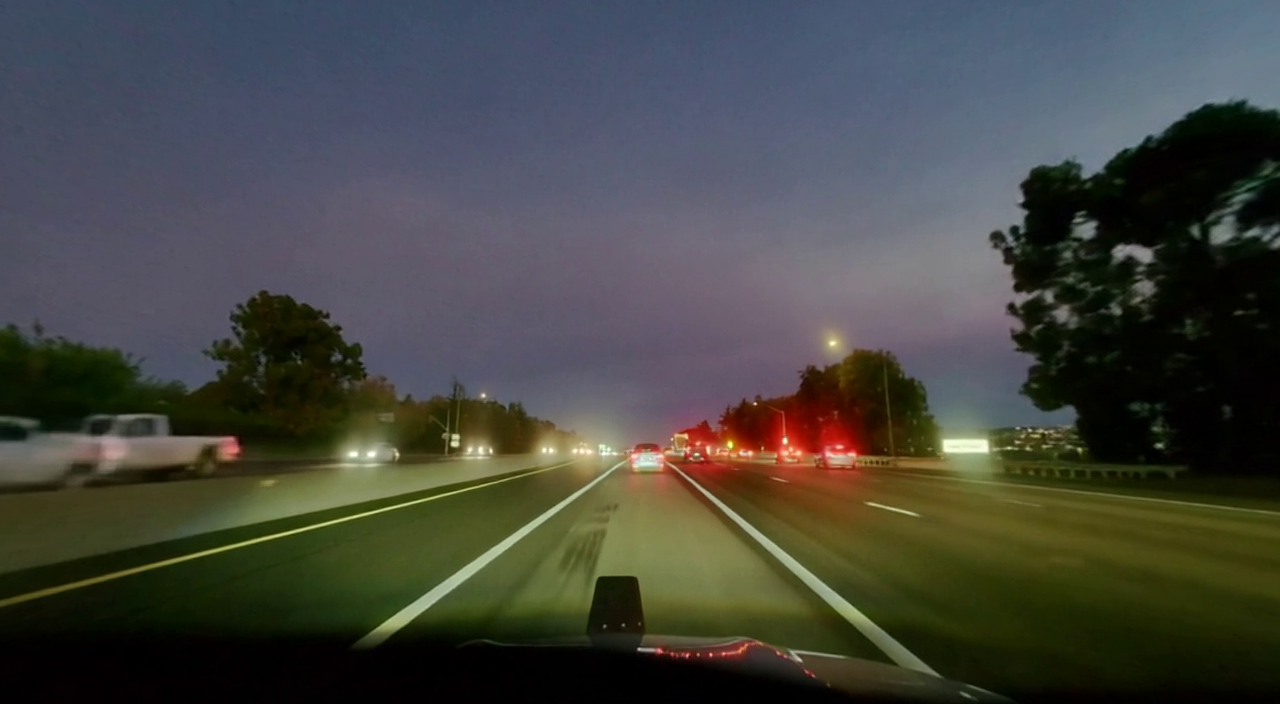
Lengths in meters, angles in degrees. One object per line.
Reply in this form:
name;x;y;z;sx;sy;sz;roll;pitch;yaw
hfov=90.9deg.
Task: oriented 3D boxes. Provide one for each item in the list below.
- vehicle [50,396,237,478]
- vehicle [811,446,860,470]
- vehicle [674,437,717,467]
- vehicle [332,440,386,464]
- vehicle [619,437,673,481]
vehicle;-22.167;3.928;28.838;2.729;3.252;6.969;0;-8;0
vehicle;12.721;6.889;41.285;1.872;1.459;4.502;0;-8;1
vehicle;3.856;7.108;44.954;2.505;2.020;5.532;0;-8;-1
vehicle;-21.824;7.782;49.217;2.021;1.772;4.697;0;-8;0
vehicle;0.195;4.484;26.725;2.105;1.711;4.293;0;-8;-1
